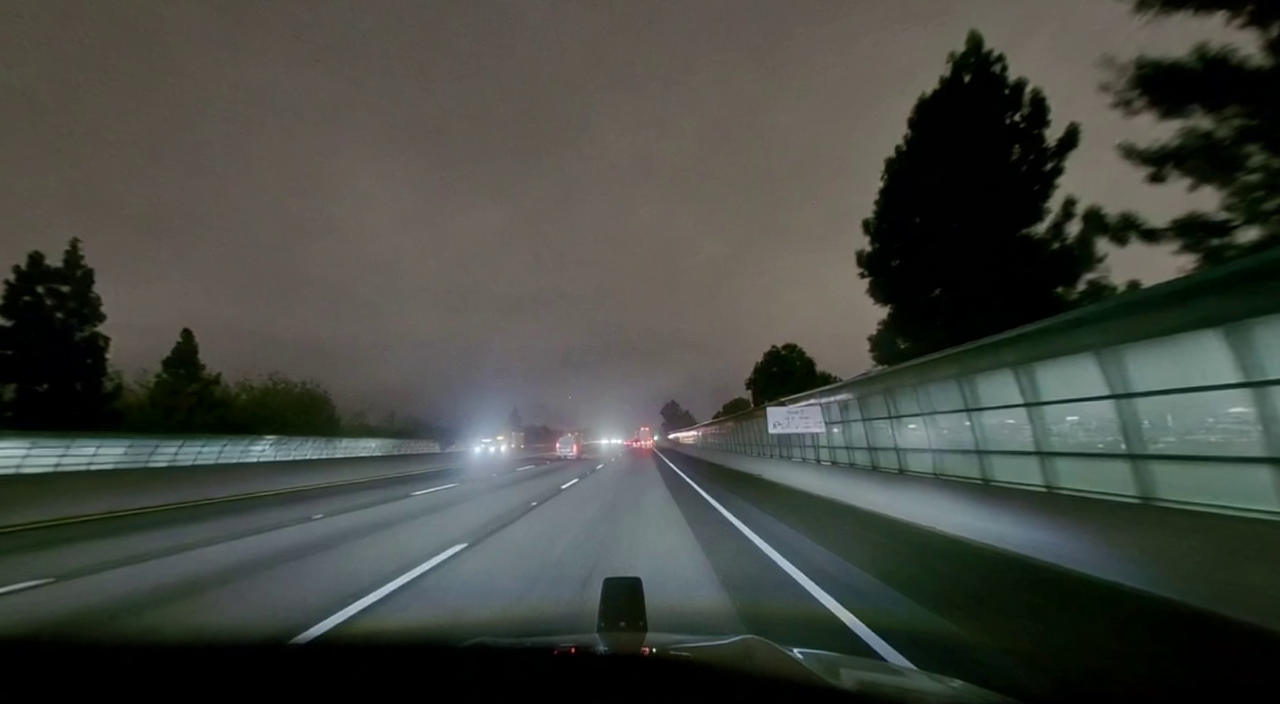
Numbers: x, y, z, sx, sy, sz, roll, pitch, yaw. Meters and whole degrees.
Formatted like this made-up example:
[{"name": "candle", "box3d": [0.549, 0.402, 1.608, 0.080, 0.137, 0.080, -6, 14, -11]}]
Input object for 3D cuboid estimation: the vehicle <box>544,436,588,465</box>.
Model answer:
[{"name": "vehicle", "box3d": [-4.224, 5.726, 36.547, 2.063, 1.598, 4.189, 0, -8, 0]}]
